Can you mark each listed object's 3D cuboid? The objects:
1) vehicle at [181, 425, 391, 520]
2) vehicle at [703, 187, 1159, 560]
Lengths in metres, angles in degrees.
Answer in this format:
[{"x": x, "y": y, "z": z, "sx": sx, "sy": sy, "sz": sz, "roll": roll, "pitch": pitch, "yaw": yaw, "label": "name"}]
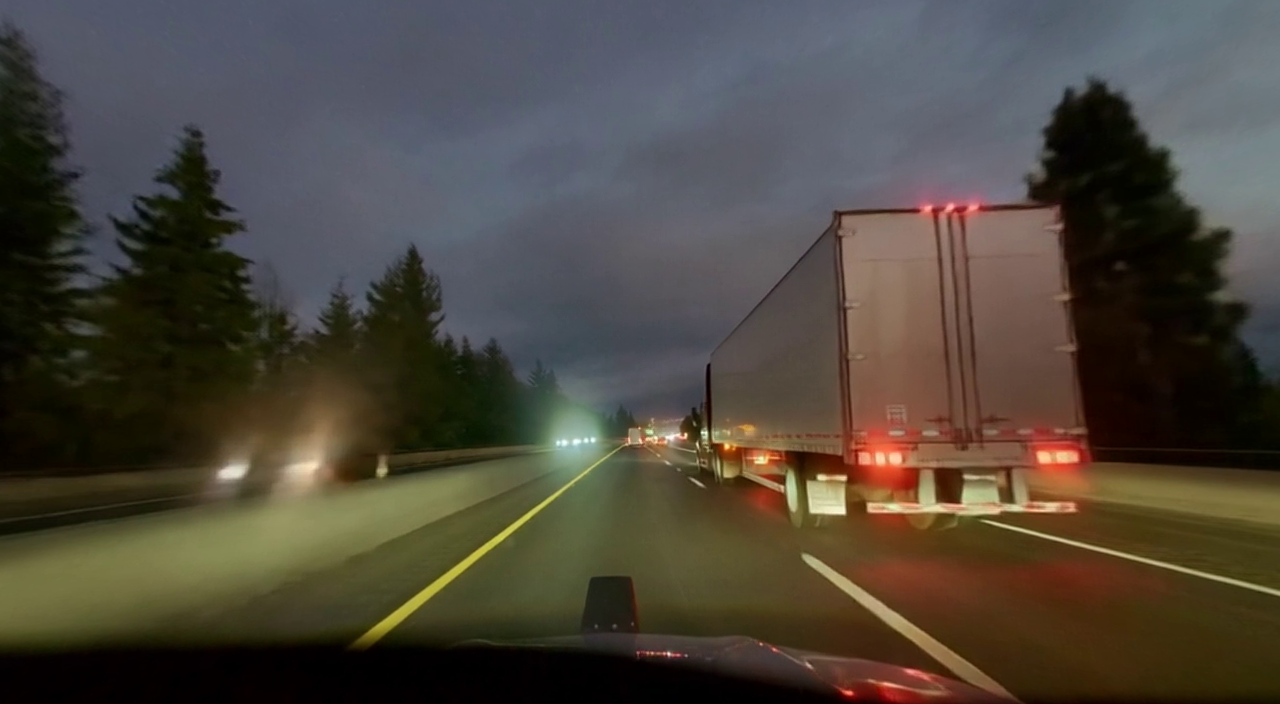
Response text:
[{"x": -7.918, "y": 2.680, "z": 14.802, "sx": 2.346, "sy": 1.838, "sz": 4.576, "roll": 1, "pitch": -7, "yaw": -2, "label": "vehicle"}, {"x": 3.698, "y": 1.082, "z": 13.598, "sx": 3.038, "sy": 3.975, "sz": 13.887, "roll": 0, "pitch": -8, "yaw": -1, "label": "vehicle"}]
